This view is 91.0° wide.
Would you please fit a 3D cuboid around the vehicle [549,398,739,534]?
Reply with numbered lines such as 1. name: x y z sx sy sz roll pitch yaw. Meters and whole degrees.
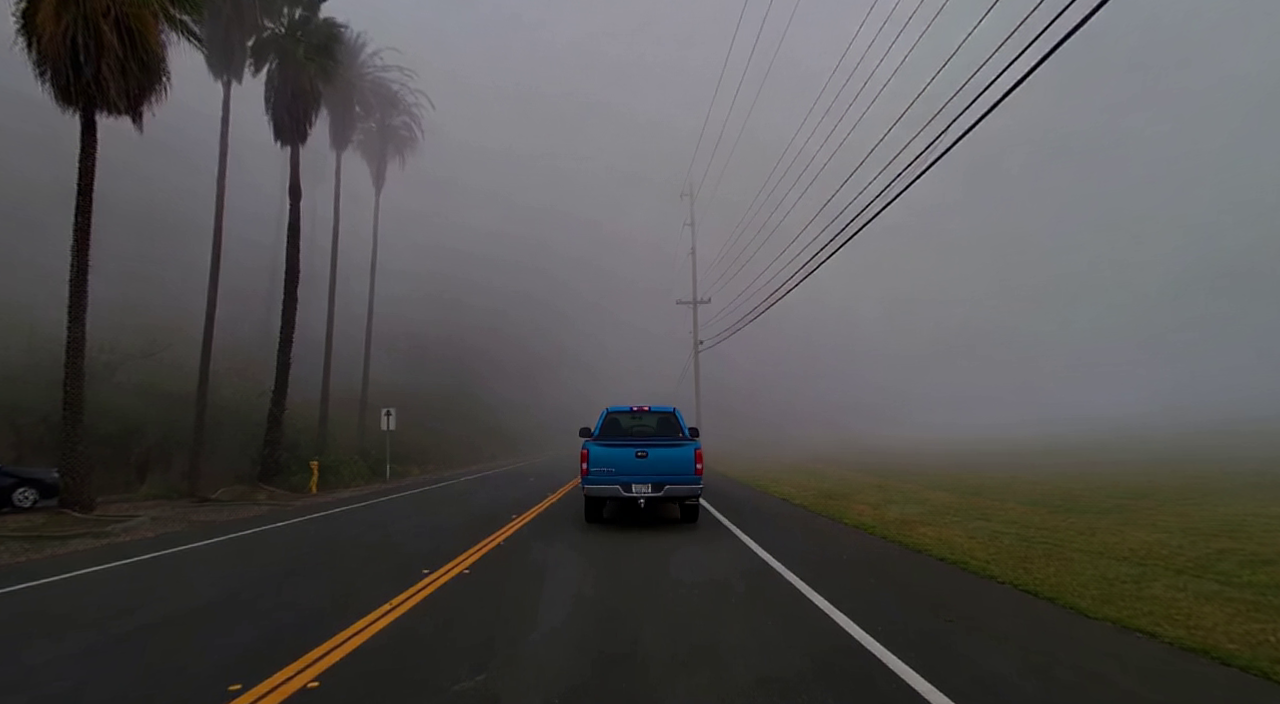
1. vehicle: 0.022 2.129 12.332 2.803 2.005 5.885 0 -8 -1
